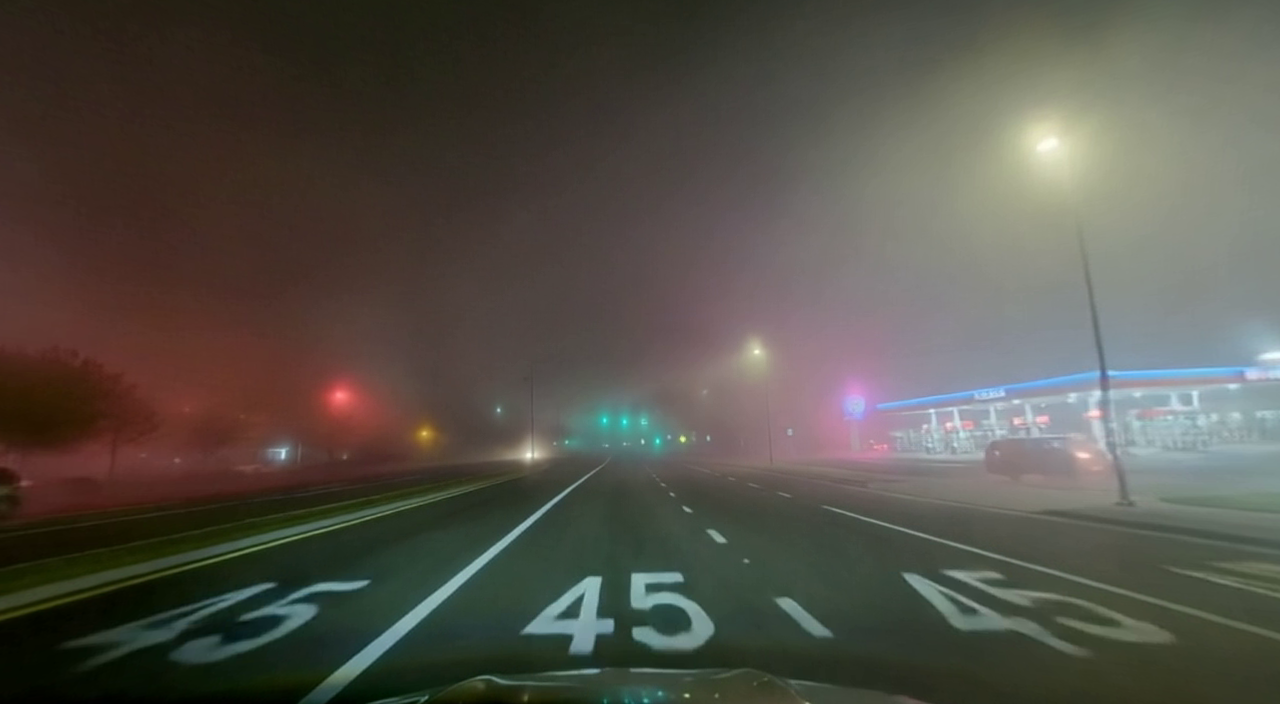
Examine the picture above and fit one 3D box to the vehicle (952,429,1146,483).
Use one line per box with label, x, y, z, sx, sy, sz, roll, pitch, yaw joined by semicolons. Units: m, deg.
vehicle;12.399;3.181;19.376;4.548;1.568;1.953;0;-9;-2
